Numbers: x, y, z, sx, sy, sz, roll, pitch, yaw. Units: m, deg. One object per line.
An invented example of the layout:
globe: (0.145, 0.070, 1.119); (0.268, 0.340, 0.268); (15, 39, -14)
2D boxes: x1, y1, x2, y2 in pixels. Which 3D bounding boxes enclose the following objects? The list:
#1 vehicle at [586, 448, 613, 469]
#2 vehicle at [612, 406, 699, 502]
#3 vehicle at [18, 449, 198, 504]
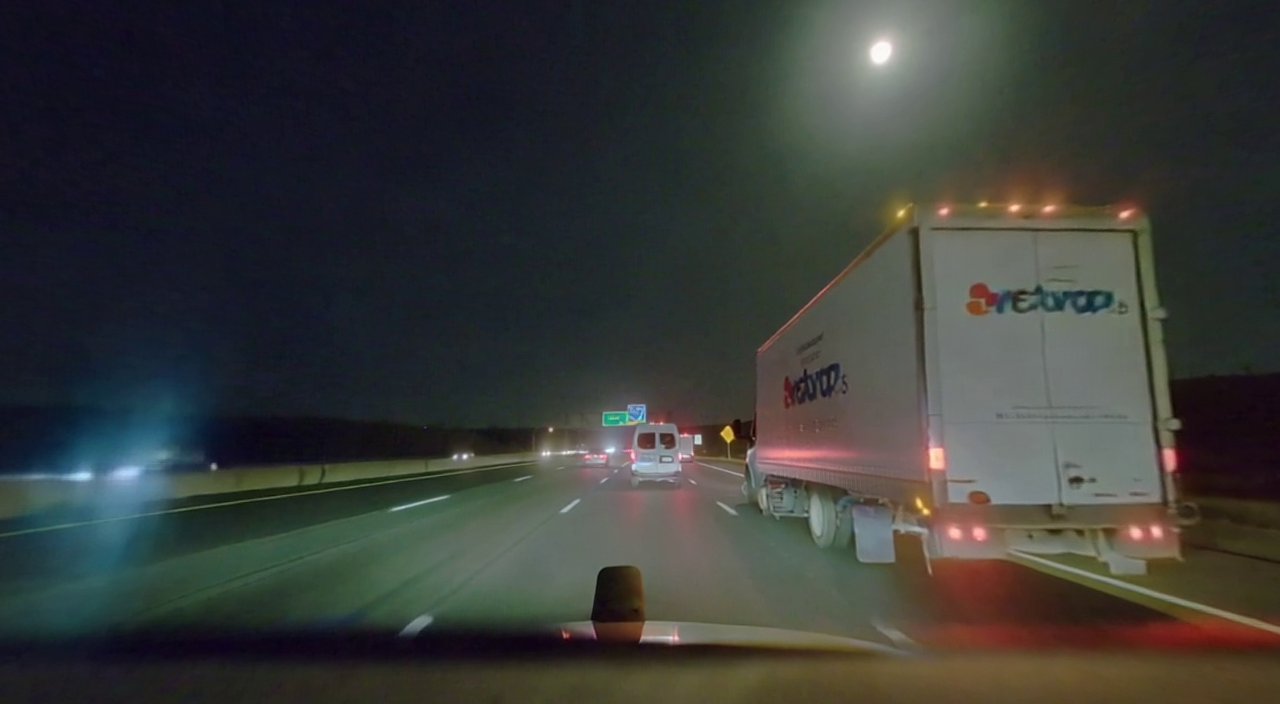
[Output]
vehicle: (-3.037, 8.026, 47.506); (1.788, 1.500, 3.475); (0, -9, 0)
vehicle: (0.335, 3.136, 19.652); (2.332, 2.558, 5.314); (0, -9, -2)
vehicle: (-16.116, 3.749, 19.459); (1.922, 1.484, 4.118); (0, -9, 0)
